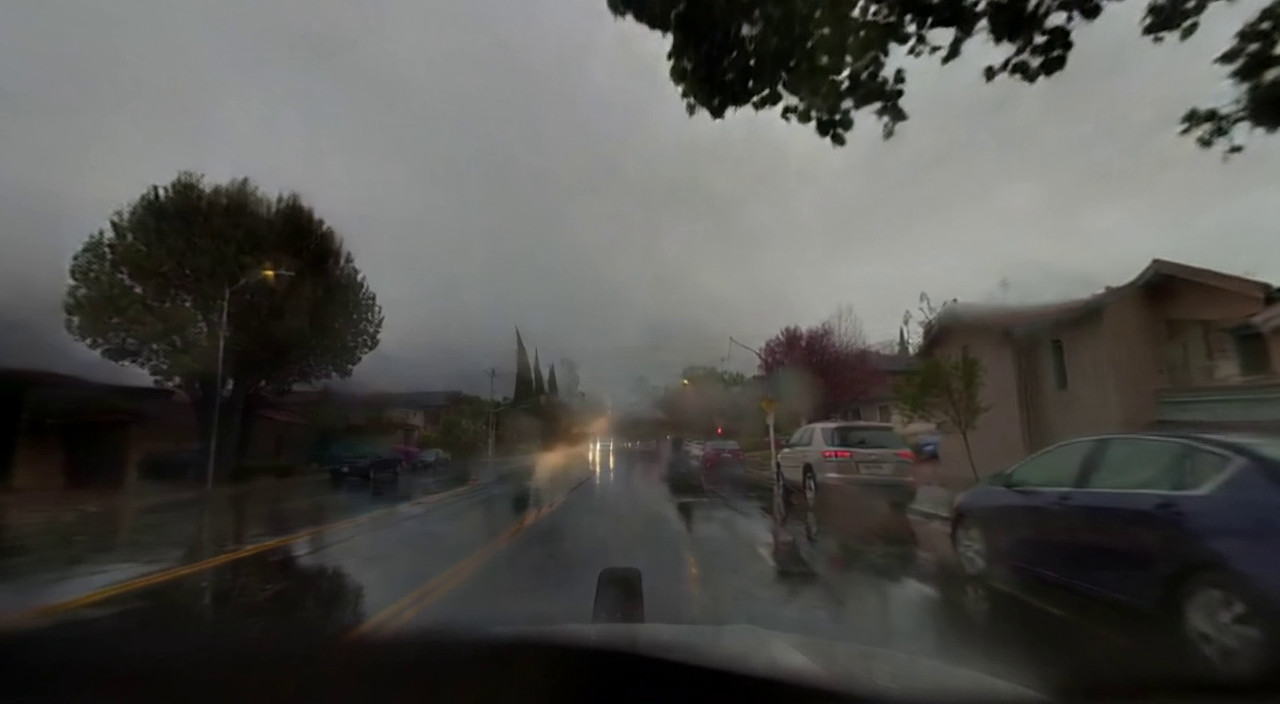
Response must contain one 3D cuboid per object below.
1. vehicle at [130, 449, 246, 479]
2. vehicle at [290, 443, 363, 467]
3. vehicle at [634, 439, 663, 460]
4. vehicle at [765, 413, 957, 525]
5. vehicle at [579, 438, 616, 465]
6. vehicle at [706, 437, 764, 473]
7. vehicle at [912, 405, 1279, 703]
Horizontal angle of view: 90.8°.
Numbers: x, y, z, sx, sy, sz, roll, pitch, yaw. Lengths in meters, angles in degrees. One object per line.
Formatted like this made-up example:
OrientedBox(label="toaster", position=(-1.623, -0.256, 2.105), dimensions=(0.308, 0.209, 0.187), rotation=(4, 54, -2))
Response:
OrientedBox(label="vehicle", position=(-22.308, 5.521, 31.272), dimensions=(4.397, 1.423, 1.789), rotation=(-1, -8, 2))
OrientedBox(label="vehicle", position=(-22.139, 7.274, 44.703), dimensions=(4.091, 1.614, 1.910), rotation=(0, -8, -1))
OrientedBox(label="vehicle", position=(0.603, 7.103, 46.164), dimensions=(2.081, 1.475, 4.361), rotation=(0, -8, 0))
OrientedBox(label="vehicle", position=(4.021, 2.219, 12.491), dimensions=(2.069, 1.780, 4.480), rotation=(0, -8, -1))
OrientedBox(label="vehicle", position=(-2.518, 6.015, 38.322), dimensions=(1.986, 1.508, 4.261), rotation=(0, -8, 0))
OrientedBox(label="vehicle", position=(4.208, 4.631, 28.572), dimensions=(1.964, 1.485, 4.454), rotation=(0, -8, 1))
OrientedBox(label="vehicle", position=(3.935, 1.207, 4.449), dimensions=(1.956, 1.468, 4.524), rotation=(0, -8, -1))
